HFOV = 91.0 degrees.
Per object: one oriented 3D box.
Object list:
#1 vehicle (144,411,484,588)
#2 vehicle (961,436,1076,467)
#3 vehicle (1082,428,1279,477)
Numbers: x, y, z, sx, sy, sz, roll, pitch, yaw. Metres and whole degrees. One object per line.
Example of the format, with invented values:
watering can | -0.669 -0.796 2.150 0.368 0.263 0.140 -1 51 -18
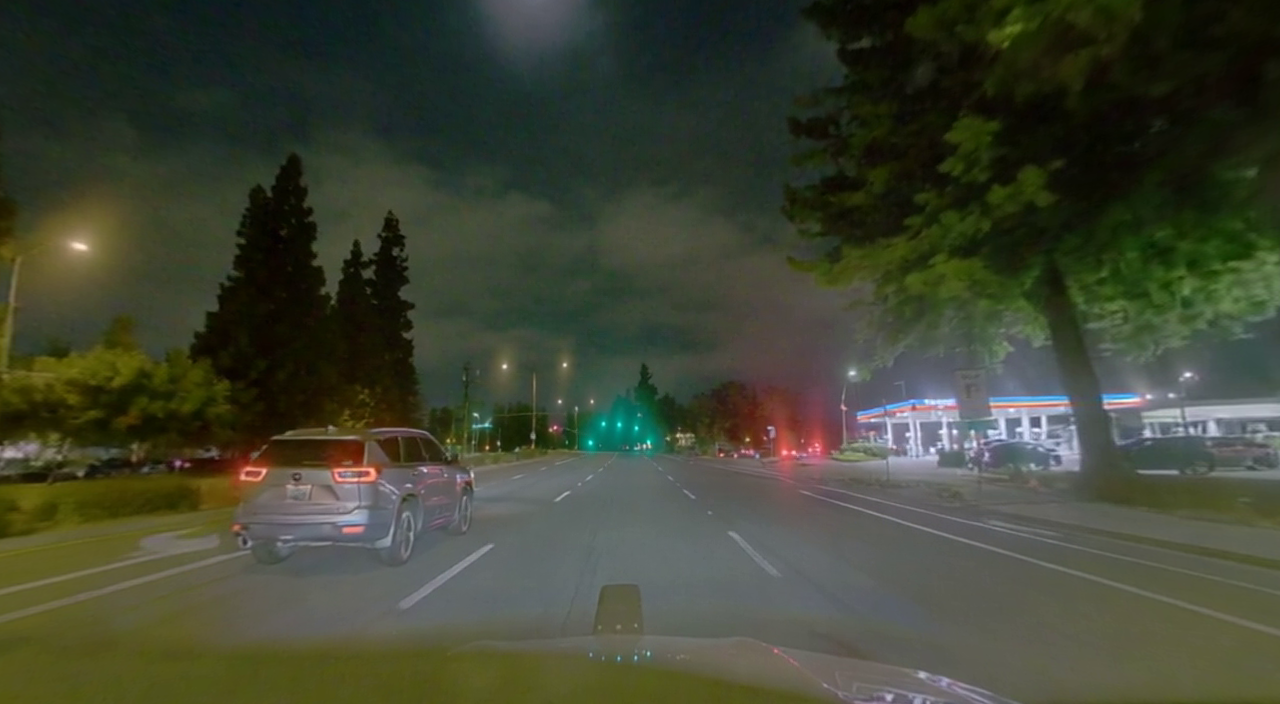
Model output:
vehicle | -3.676 1.751 8.375 2.039 1.656 4.710 0 -9 -1
vehicle | 18.458 4.882 30.836 4.398 1.457 1.806 0 -9 1
vehicle | 17.543 3.268 20.529 4.671 1.466 1.937 0 -9 5
